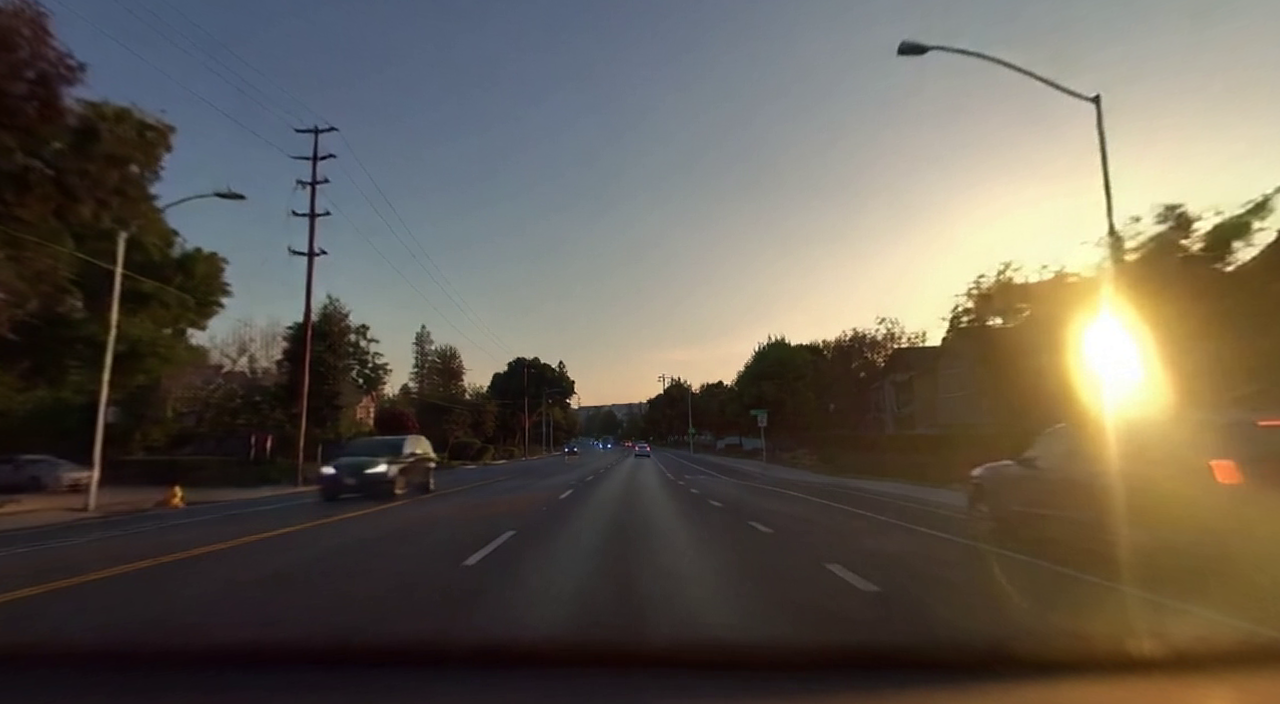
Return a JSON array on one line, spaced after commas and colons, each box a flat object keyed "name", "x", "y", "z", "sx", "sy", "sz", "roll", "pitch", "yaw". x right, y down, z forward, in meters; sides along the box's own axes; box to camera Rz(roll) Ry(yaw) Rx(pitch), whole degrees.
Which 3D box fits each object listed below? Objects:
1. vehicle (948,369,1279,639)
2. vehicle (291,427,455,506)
[{"name": "vehicle", "x": 5.347, "y": 1.299, "z": 6.102, "sx": 2.114, "sy": 1.799, "sz": 4.960, "roll": 0, "pitch": -8, "yaw": -1}, {"name": "vehicle", "x": -7.461, "y": 3.254, "z": 18.446, "sx": 2.325, "sy": 1.877, "sz": 5.690, "roll": -2, "pitch": -8, "yaw": 0}]
